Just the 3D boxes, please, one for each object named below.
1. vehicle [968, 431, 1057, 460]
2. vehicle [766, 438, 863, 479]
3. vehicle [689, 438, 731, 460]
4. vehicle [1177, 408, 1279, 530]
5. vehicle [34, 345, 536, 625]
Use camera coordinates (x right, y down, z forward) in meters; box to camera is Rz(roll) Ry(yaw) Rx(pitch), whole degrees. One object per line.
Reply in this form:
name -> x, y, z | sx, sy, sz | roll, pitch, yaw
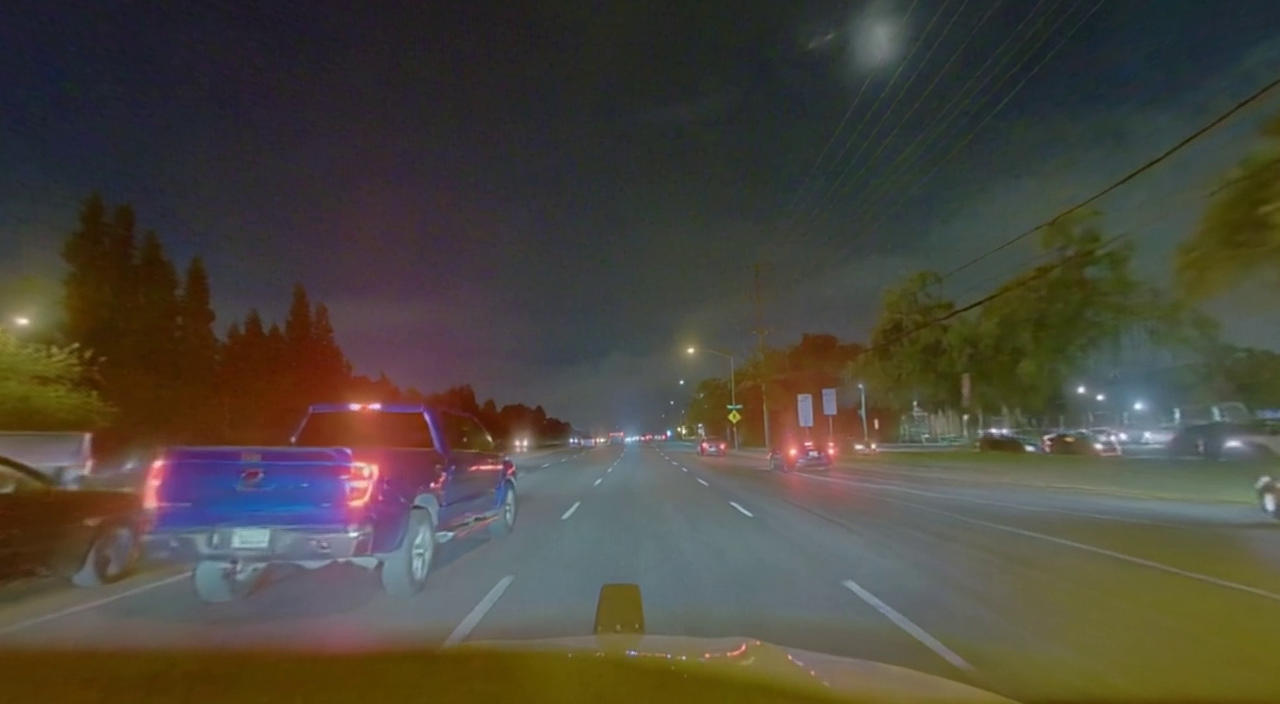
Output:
vehicle -> 22.420, 5.644, 38.189 | 1.860, 1.597, 4.261 | 4, -9, -24
vehicle -> 6.730, 4.150, 24.948 | 1.840, 1.428, 4.602 | 1, -9, -10
vehicle -> 4.714, 6.616, 43.249 | 2.071, 1.435, 4.226 | 0, -8, -4
vehicle -> 10.706, 1.540, 8.219 | 2.150, 1.735, 5.106 | 3, -9, -21
vehicle -> -3.025, 1.384, 7.609 | 2.467, 1.991, 6.089 | 0, -8, 0
